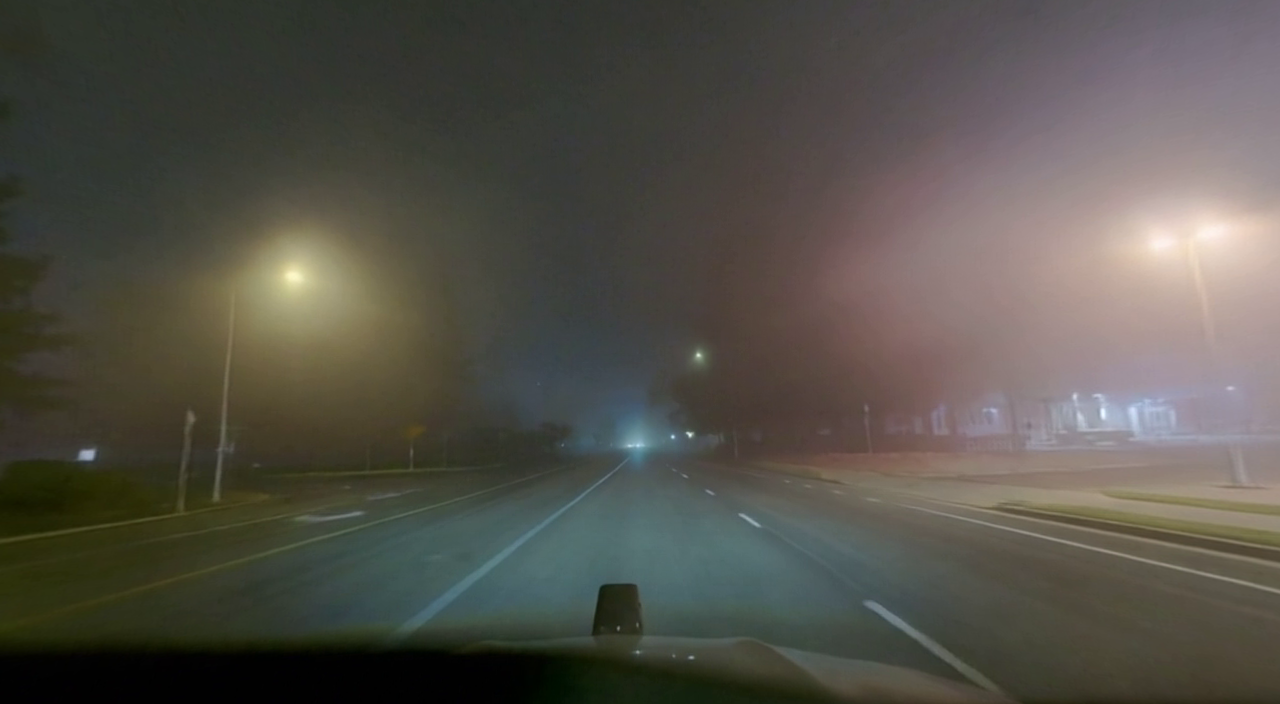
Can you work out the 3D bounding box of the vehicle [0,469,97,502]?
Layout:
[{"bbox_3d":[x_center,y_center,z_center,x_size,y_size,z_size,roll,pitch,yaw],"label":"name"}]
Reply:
[{"bbox_3d":[-29.003,6.374,30.273,4.279,1.437,1.872,-1,-8,2],"label":"vehicle"}]

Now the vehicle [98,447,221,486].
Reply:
[{"bbox_3d":[-30.613,7.281,40.417,5.937,2.345,2.252,0,-8,-1],"label":"vehicle"}]
